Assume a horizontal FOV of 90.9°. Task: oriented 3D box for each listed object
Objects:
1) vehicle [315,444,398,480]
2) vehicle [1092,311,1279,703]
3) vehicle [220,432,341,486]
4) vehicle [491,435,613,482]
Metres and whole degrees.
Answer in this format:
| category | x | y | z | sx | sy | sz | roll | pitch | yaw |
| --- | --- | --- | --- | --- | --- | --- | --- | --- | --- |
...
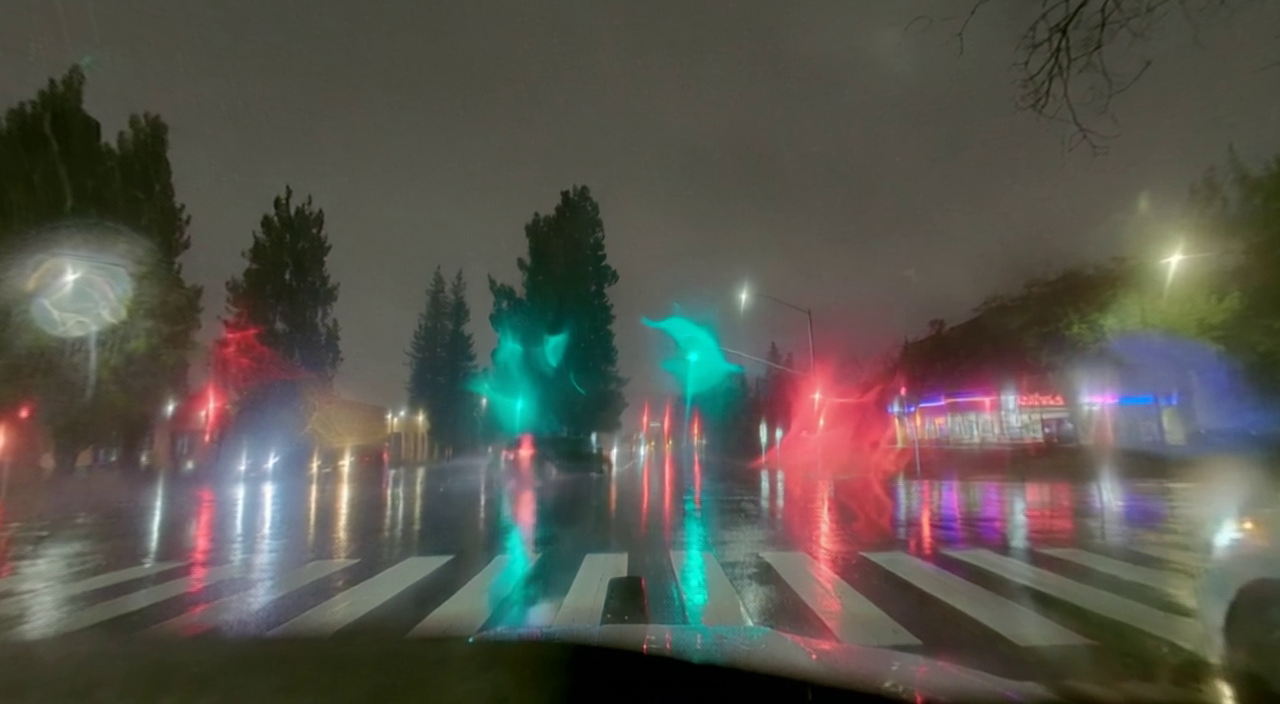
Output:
| category | x | y | z | sx | sy | sz | roll | pitch | yaw |
| --- | --- | --- | --- | --- | --- | --- | --- | --- | --- |
| vehicle | -14.869 | 5.751 | 33.372 | 2.169 | 1.753 | 4.640 | 0 | -8 | 1 |
| vehicle | 3.600 | 0.554 | 1.205 | 2.301 | 1.767 | 4.289 | 0 | -8 | 1 |
| vehicle | -18.625 | 5.546 | 33.123 | 2.557 | 2.580 | 5.856 | -1 | -8 | 4 |
| vehicle | -3.355 | 4.153 | 24.978 | 2.153 | 1.658 | 4.569 | -7 | -10 | 37 |
